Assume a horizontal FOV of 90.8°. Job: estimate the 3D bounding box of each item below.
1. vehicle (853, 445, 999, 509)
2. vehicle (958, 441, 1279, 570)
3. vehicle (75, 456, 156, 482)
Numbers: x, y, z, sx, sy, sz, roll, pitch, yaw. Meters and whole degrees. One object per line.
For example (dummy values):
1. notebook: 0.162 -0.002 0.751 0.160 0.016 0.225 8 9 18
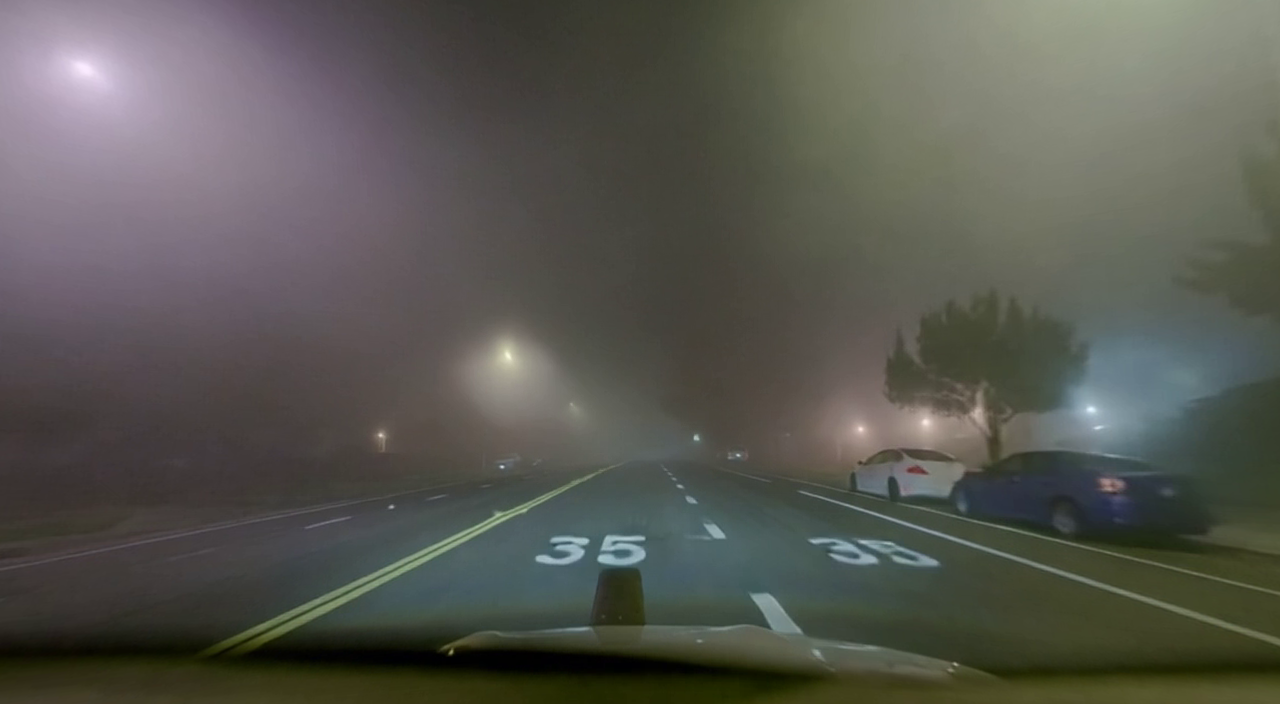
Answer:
1. vehicle: 7.168 3.133 16.415 1.854 1.425 4.316 0 -8 2
2. vehicle: 6.997 2.101 9.561 2.001 1.454 4.494 0 -8 0
3. vehicle: -32.847 7.302 39.706 1.736 1.437 3.766 0 -8 1
